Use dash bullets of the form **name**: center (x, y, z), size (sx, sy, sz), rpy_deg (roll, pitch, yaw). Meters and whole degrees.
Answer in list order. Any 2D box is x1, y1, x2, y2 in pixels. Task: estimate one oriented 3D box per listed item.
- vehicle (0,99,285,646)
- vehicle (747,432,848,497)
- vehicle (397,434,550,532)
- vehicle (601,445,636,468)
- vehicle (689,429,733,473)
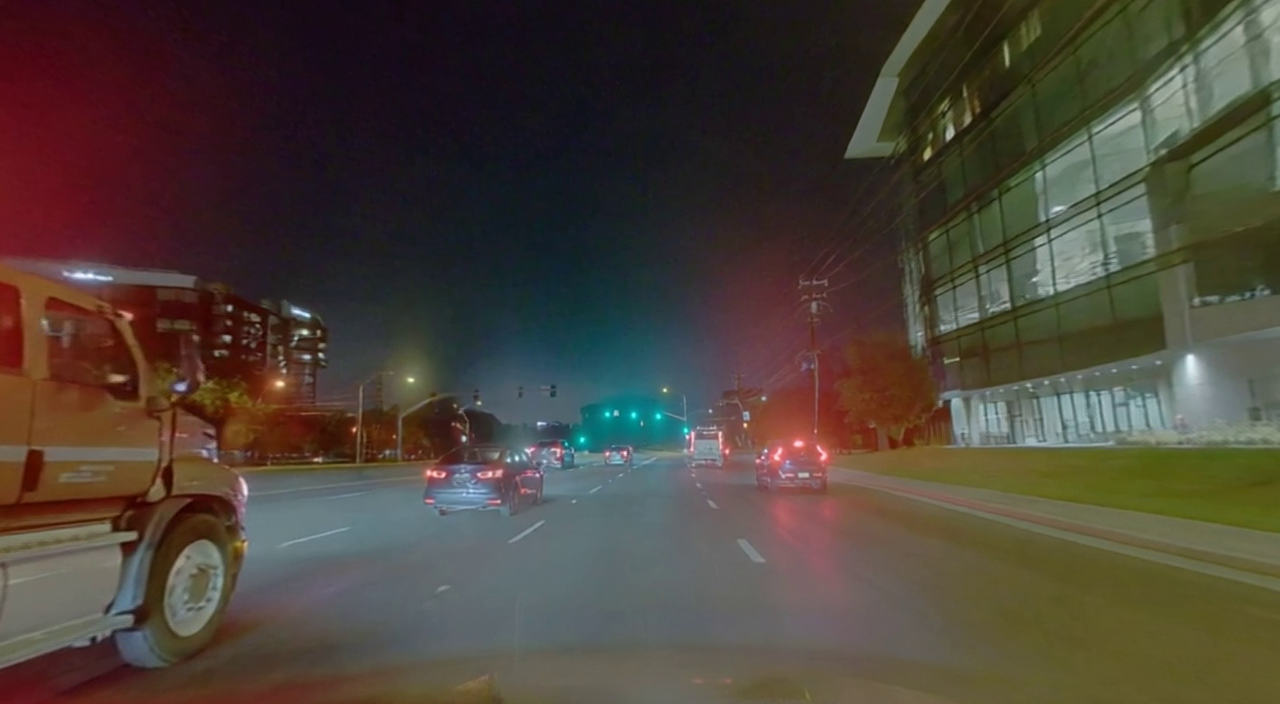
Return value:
- **vehicle**: center (-6.382, 0.369, 6.163), size (3.239, 4.055, 3.881), rpy_deg (0, -8, 1)
- **vehicle**: center (5.069, 3.676, 20.913), size (2.283, 1.923, 4.427), rpy_deg (0, -8, 1)
- **vehicle**: center (-3.099, 2.502, 12.580), size (1.934, 1.643, 3.718), rpy_deg (0, -8, 2)
- **vehicle**: center (-1.450, 7.312, 44.184), size (1.984, 1.567, 4.311), rpy_deg (-1, -8, 4)
- **vehicle**: center (4.255, 5.997, 38.100), size (2.457, 2.440, 5.486), rpy_deg (-1, -8, 5)
